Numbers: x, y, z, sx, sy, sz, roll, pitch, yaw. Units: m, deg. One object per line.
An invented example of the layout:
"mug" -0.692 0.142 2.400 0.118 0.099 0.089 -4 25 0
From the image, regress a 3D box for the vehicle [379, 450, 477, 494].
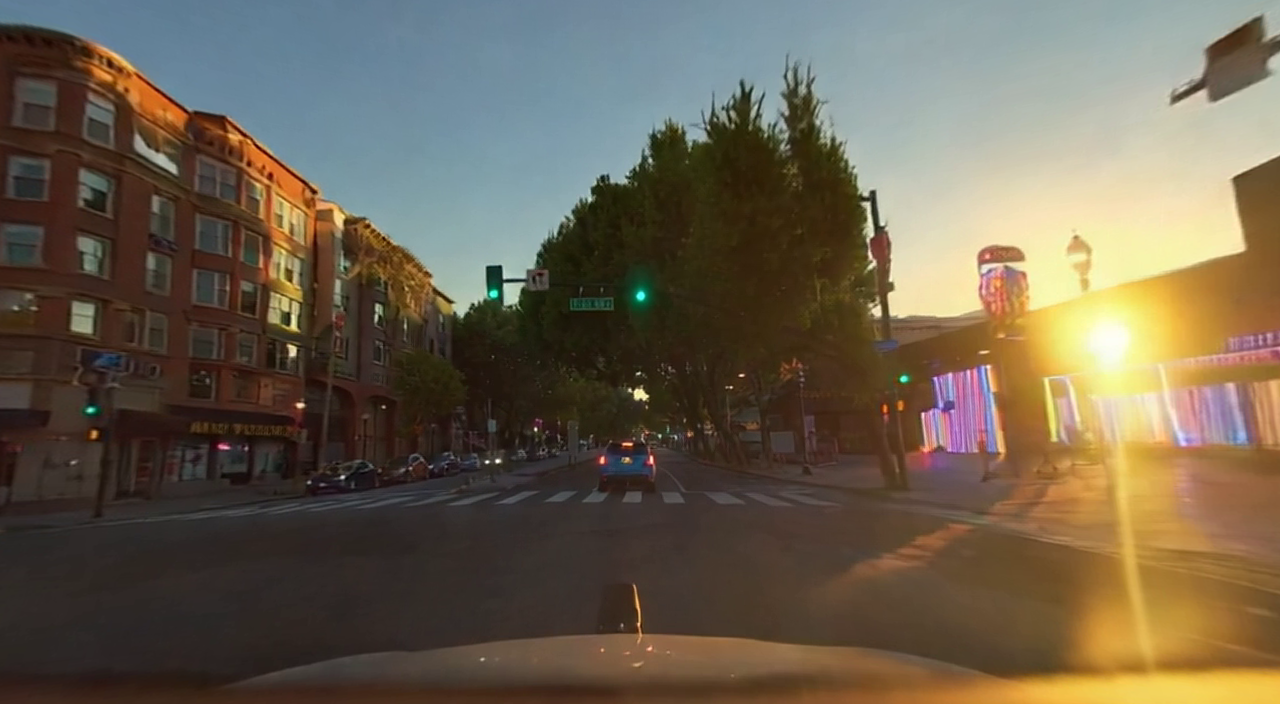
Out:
"vehicle" -8.125 4.608 24.748 2.152 1.468 4.737 0 -8 1

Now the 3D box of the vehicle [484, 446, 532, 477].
"vehicle" -8.123 6.722 39.123 2.109 1.628 4.108 -4 -9 -1

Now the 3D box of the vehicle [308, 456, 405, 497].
"vehicle" -11.572 5.093 26.202 1.972 1.475 4.381 0 -8 0

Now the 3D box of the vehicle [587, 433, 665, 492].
"vehicle" -0.438 3.742 21.833 2.382 1.796 4.610 0 -8 0
